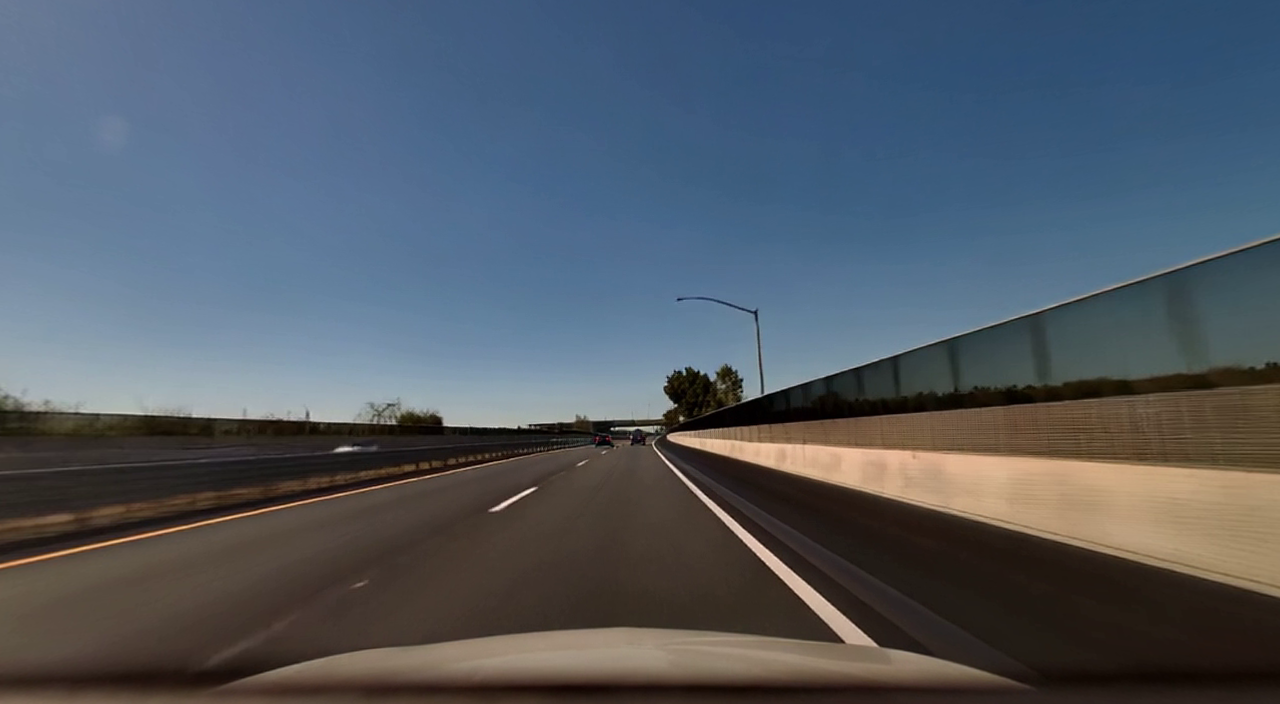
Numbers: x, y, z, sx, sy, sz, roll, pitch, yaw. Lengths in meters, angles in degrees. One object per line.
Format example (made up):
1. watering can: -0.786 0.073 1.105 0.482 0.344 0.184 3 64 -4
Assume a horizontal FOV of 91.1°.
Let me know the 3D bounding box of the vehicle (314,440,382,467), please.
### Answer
1. vehicle: -17.597 6.113 38.149 1.962 1.520 4.598 0 -8 0
